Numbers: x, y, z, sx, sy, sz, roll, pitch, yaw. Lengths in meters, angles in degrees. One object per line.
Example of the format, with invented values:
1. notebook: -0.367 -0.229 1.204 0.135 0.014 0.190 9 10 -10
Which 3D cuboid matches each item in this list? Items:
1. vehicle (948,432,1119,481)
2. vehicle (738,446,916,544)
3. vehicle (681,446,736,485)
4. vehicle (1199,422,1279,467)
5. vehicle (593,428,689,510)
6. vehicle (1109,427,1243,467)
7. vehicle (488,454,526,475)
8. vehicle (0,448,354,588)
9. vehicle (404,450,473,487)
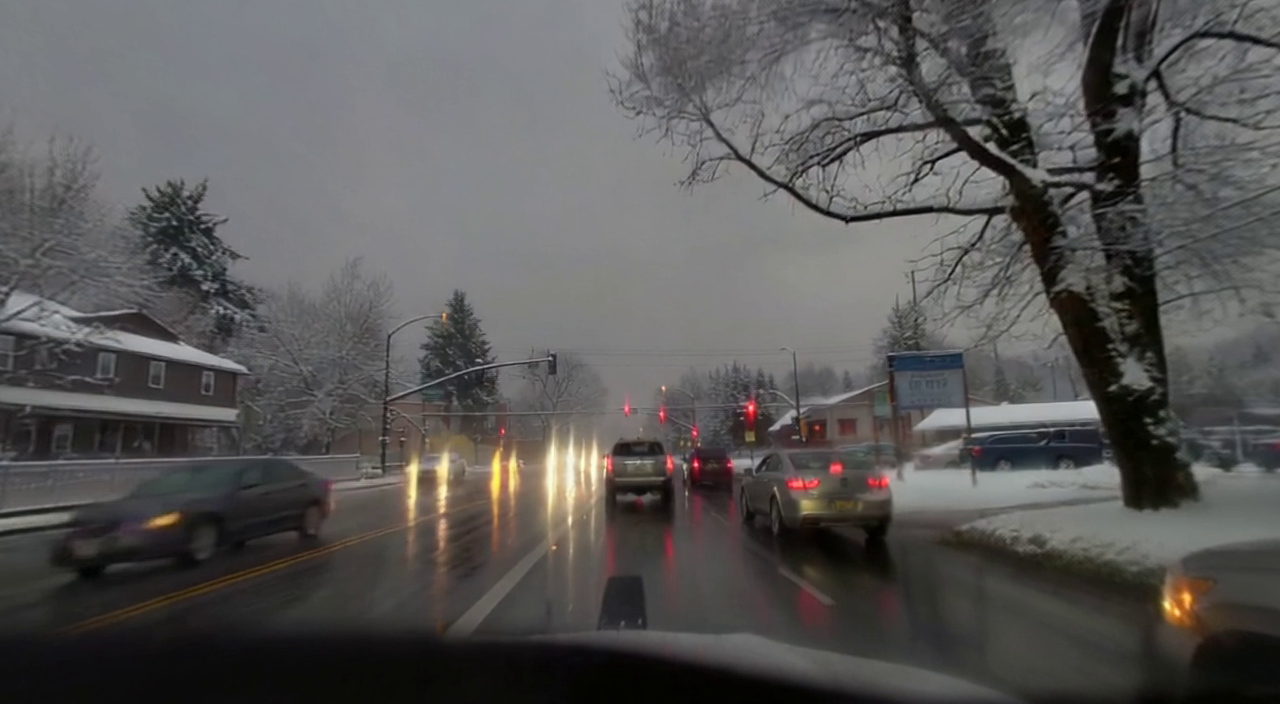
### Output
1. vehicle: 13.651 3.631 21.986 4.648 1.583 2.018 0 -9 -2
2. vehicle: 3.263 2.557 12.017 1.900 1.478 4.425 0 -9 -2
3. vehicle: 3.267 5.481 30.698 2.138 1.729 4.178 0 -9 -1
4. vehicle: 26.336 3.840 26.034 4.288 1.776 1.928 0 -9 1
5. vehicle: -0.004 3.134 17.248 2.296 1.947 4.168 0 -9 -1
6. vehicle: 26.693 4.731 31.377 4.704 1.919 2.130 0 -9 -2
7. vehicle: -10.280 8.707 48.814 1.962 1.458 4.505 0 -9 0
8. vehicle: -6.321 2.168 9.191 2.054 1.478 4.584 0 -9 0
9. vehicle: -10.587 6.106 33.380 2.161 1.764 4.725 0 -9 -1
